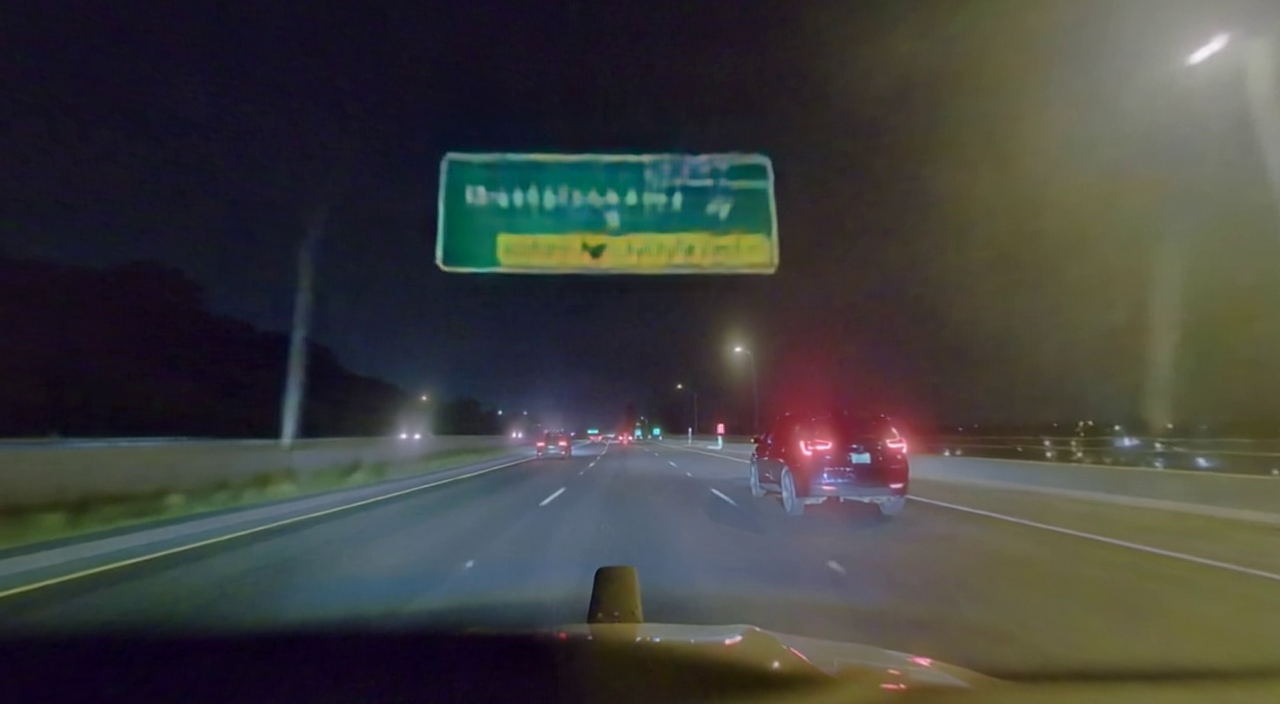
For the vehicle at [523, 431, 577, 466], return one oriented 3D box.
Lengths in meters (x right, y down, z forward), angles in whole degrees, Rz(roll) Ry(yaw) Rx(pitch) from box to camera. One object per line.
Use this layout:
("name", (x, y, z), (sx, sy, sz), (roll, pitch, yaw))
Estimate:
("vehicle", (-4.322, 4.688, 30.892), (2.062, 1.591, 4.156), (0, -8, -1))
